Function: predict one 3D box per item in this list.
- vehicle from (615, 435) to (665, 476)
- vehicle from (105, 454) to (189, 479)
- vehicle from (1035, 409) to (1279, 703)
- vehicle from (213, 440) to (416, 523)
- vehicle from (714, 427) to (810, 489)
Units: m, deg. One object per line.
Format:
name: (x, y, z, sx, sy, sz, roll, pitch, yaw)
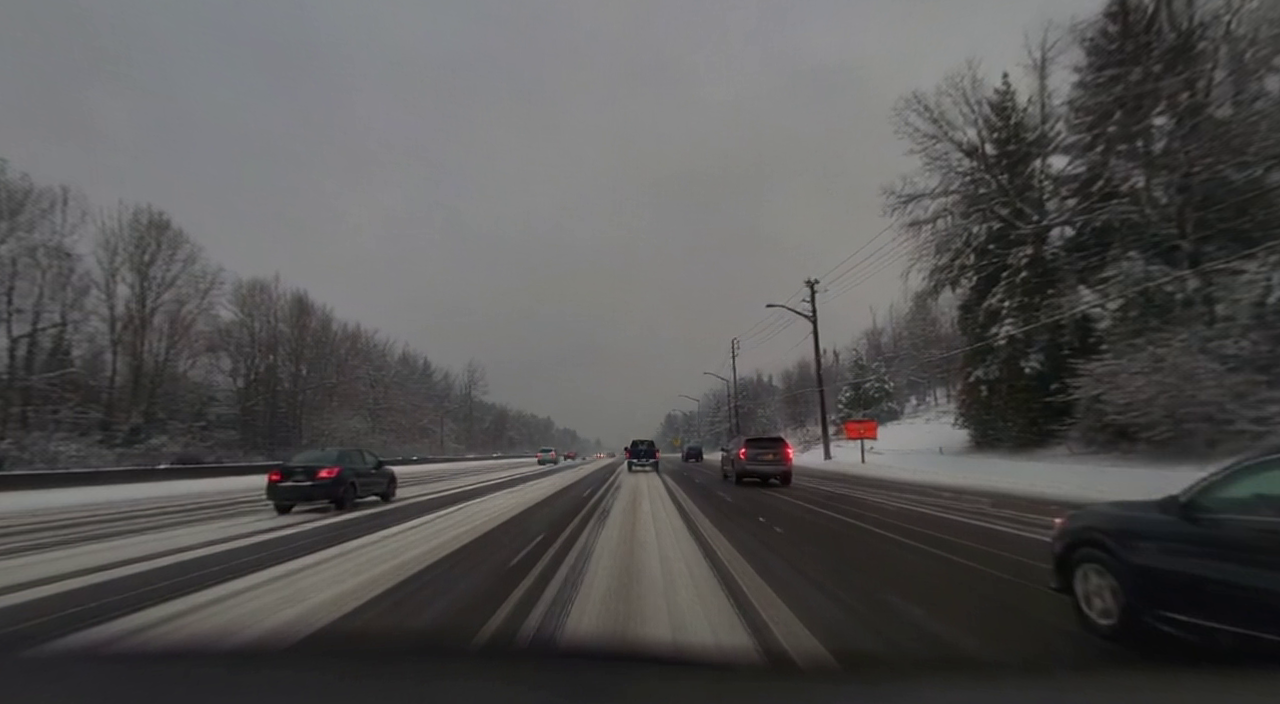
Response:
vehicle: (0.033, 5.384, 32.915, 2.372, 1.957, 5.121, 0, -9, 1)
vehicle: (-33.230, 7.705, 42.605, 1.847, 1.550, 4.662, 0, -9, 1)
vehicle: (4.057, 0.939, 2.378, 2.057, 1.508, 4.767, 0, -9, 0)
vehicle: (-6.857, 2.759, 14.000, 2.014, 1.526, 4.577, 0, -9, 1)
vehicle: (4.289, 3.874, 23.350, 2.388, 1.998, 5.749, 0, -9, 0)
